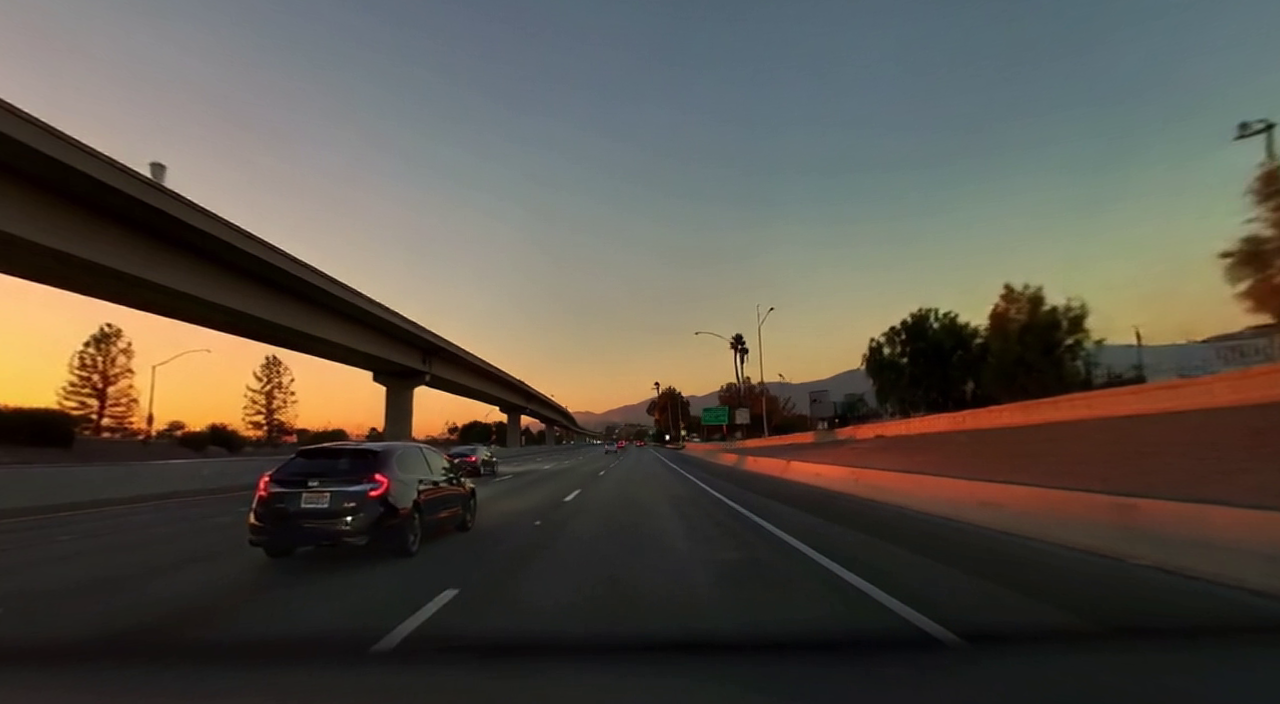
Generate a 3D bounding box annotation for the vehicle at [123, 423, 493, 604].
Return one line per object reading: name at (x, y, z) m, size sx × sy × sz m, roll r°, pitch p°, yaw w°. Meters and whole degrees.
vehicle at (-3.340, 1.713, 7.714) m, size 1.978 × 1.499 × 4.695 m, roll 0°, pitch -8°, yaw 0°
